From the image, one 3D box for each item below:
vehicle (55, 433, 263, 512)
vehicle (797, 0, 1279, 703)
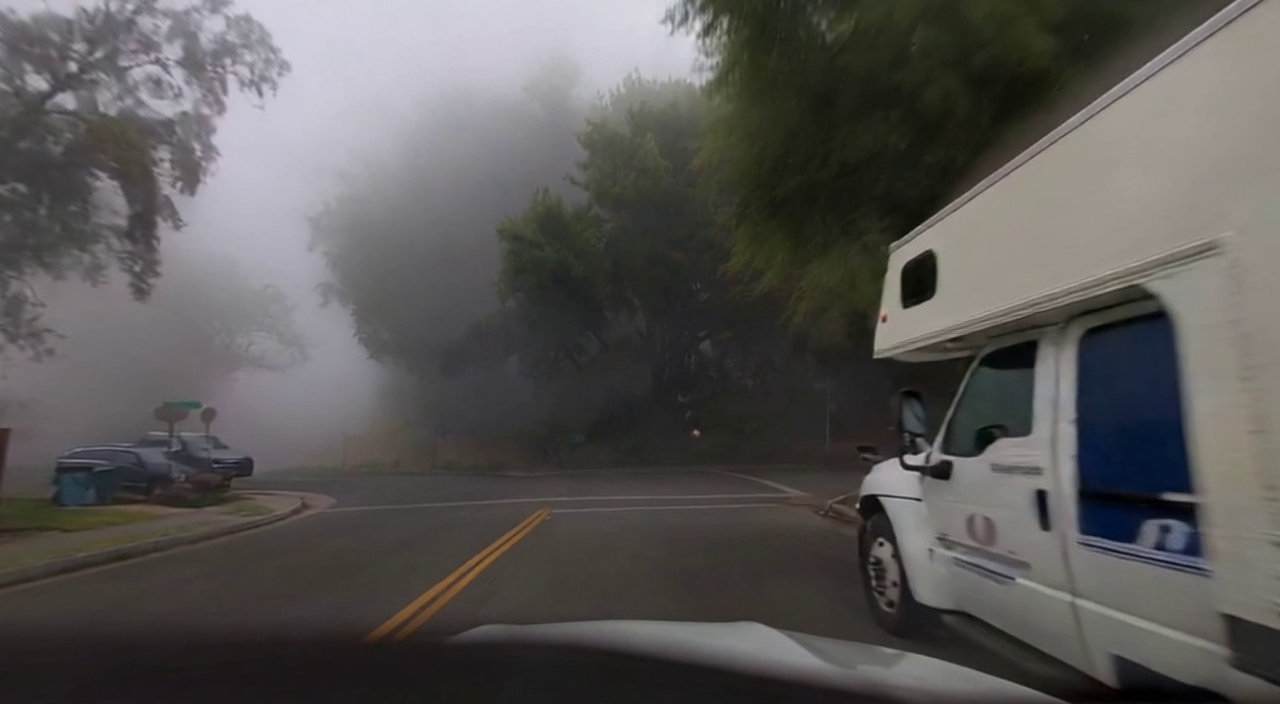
[{"bbox_3d":[-12.933,3.225,17.464,2.111,1.856,4.803,0,-8,-3],"label":"vehicle"},{"bbox_3d":[3.090,0.000,1.722,2.915,3.243,8.972,0,-8,0],"label":"vehicle"}]
